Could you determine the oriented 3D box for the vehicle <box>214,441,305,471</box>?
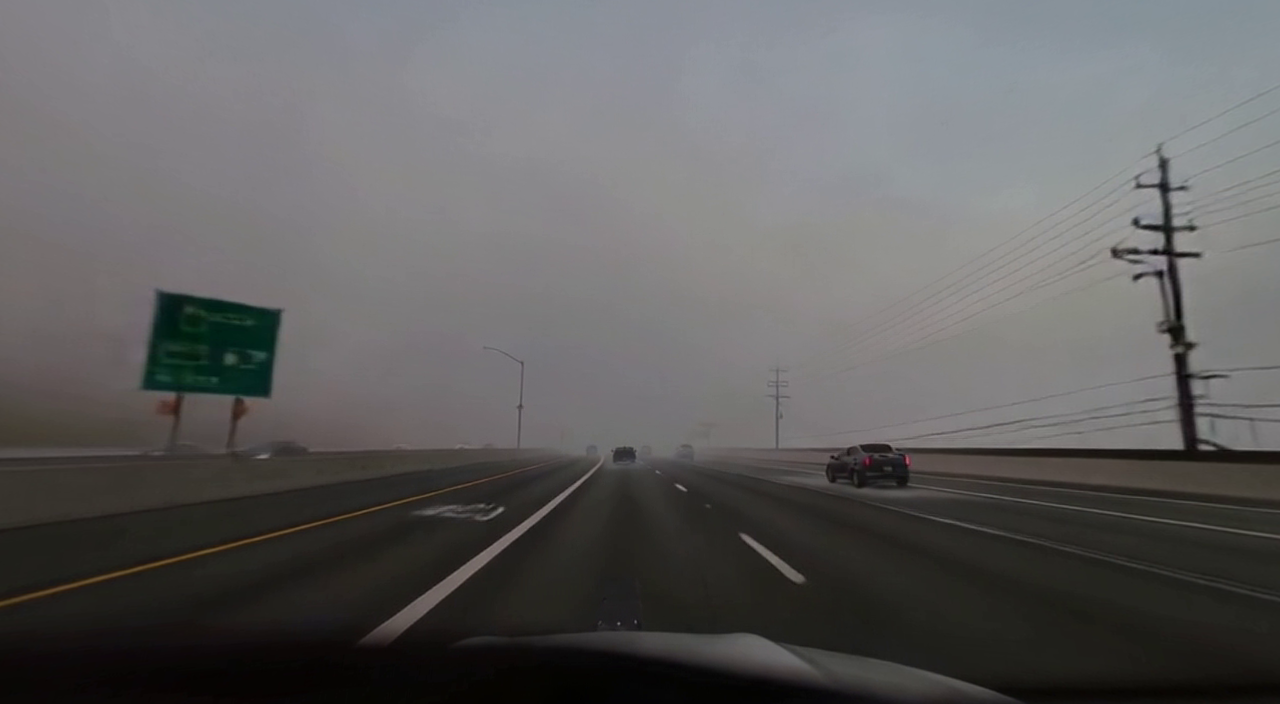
[{"bbox_3d":[-20.338,5.556,34.118,2.073,1.464,4.750,0,-8,-2],"label":"vehicle"}]

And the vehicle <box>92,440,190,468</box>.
[{"bbox_3d":[-28.053,5.732,35.806,1.844,1.468,4.671,0,-8,-2],"label":"vehicle"}]

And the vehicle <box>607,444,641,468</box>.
[{"bbox_3d":[-1.130,6.932,42.477,2.109,1.489,4.027,0,-8,-3],"label":"vehicle"}]

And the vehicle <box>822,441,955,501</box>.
[{"bbox_3d":[6.728,3.240,17.715,1.876,1.451,4.154,0,-8,-3],"label":"vehicle"}]
